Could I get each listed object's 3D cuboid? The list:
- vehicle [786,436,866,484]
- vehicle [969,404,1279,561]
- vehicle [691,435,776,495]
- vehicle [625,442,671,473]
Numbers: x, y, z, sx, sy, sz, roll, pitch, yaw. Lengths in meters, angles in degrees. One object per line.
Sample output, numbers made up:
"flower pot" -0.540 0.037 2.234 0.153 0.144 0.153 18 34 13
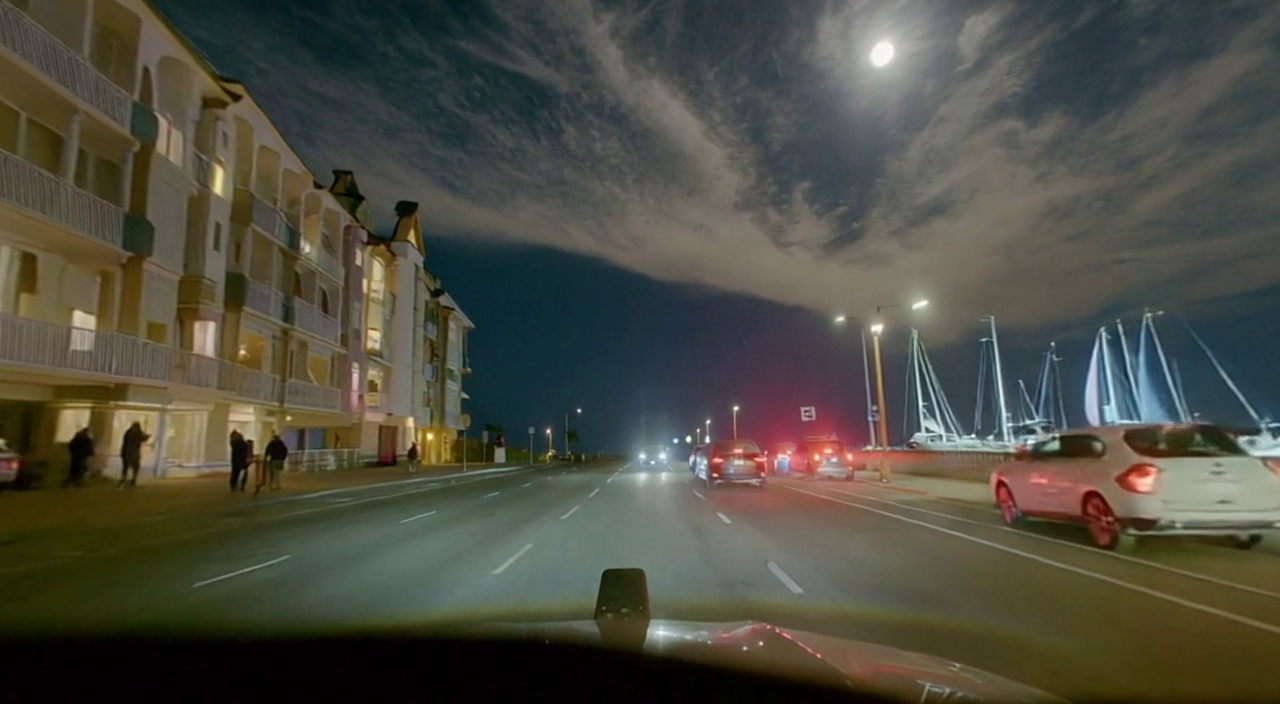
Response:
"vehicle" 7.849 4.600 27.140 1.969 1.852 4.513 0 -9 -1
"vehicle" 7.800 1.973 10.289 2.056 1.896 5.062 0 -9 -1
"vehicle" 2.775 3.456 19.665 2.047 1.640 4.051 0 -9 0
"vehicle" 0.438 5.536 33.315 2.284 1.496 3.949 0 -9 1
